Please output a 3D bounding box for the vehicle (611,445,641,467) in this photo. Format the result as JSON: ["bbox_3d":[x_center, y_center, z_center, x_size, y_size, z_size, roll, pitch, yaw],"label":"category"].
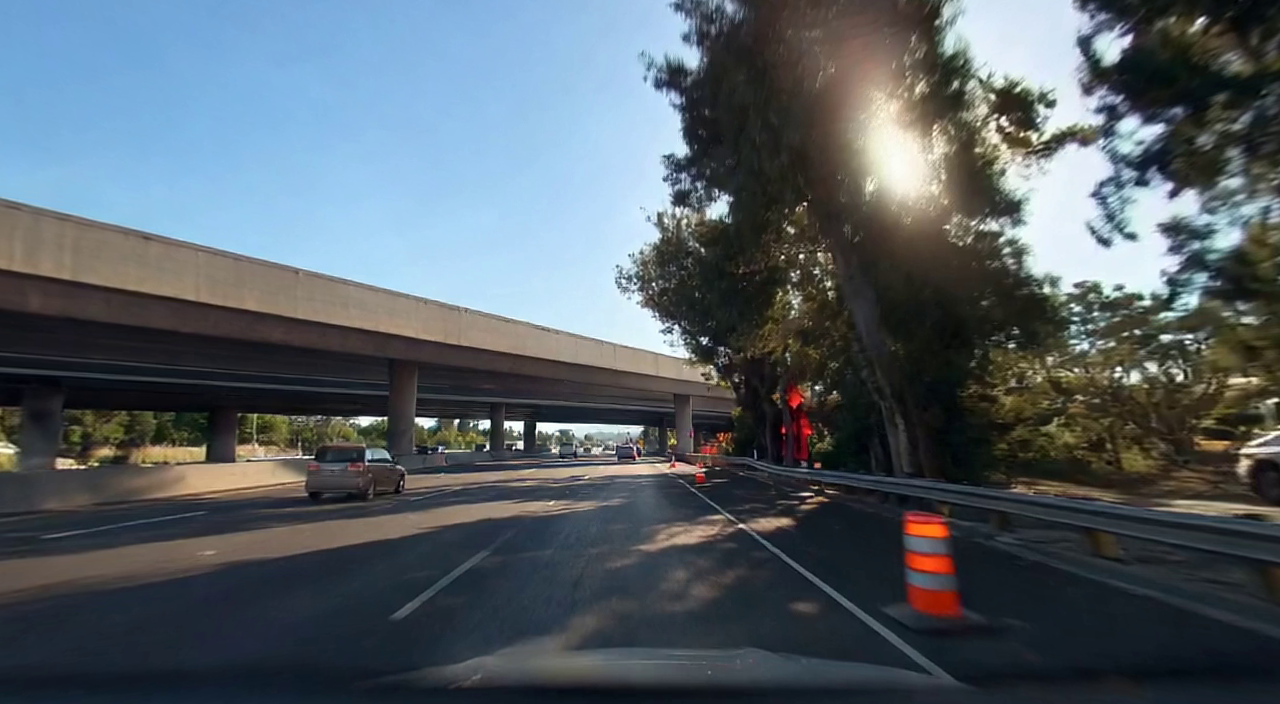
[{"bbox_3d":[-0.943,7.362,44.979,2.051,1.459,4.092,0,-9,0],"label":"vehicle"}]

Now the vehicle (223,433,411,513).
[{"bbox_3d":[-7.294,2.764,14.909,2.128,1.604,4.279,0,-9,0],"label":"vehicle"}]

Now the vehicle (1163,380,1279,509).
[{"bbox_3d":[13.755,2.028,13.768,1.868,2.536,3.267,-1,-9,5],"label":"vehicle"}]
